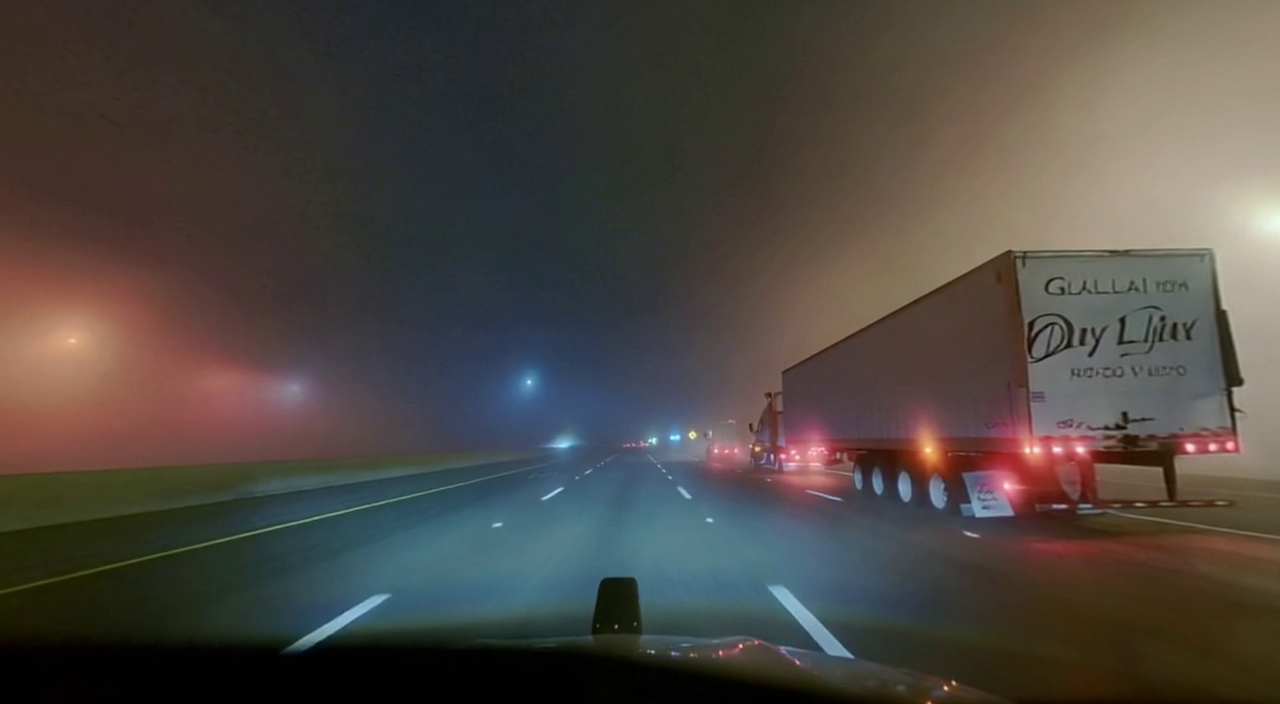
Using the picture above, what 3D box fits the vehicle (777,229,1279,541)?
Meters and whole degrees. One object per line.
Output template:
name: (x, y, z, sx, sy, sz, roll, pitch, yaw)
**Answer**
vehicle: (6.832, 1.516, 15.992, 2.962, 3.947, 16.241, 0, -8, 0)
